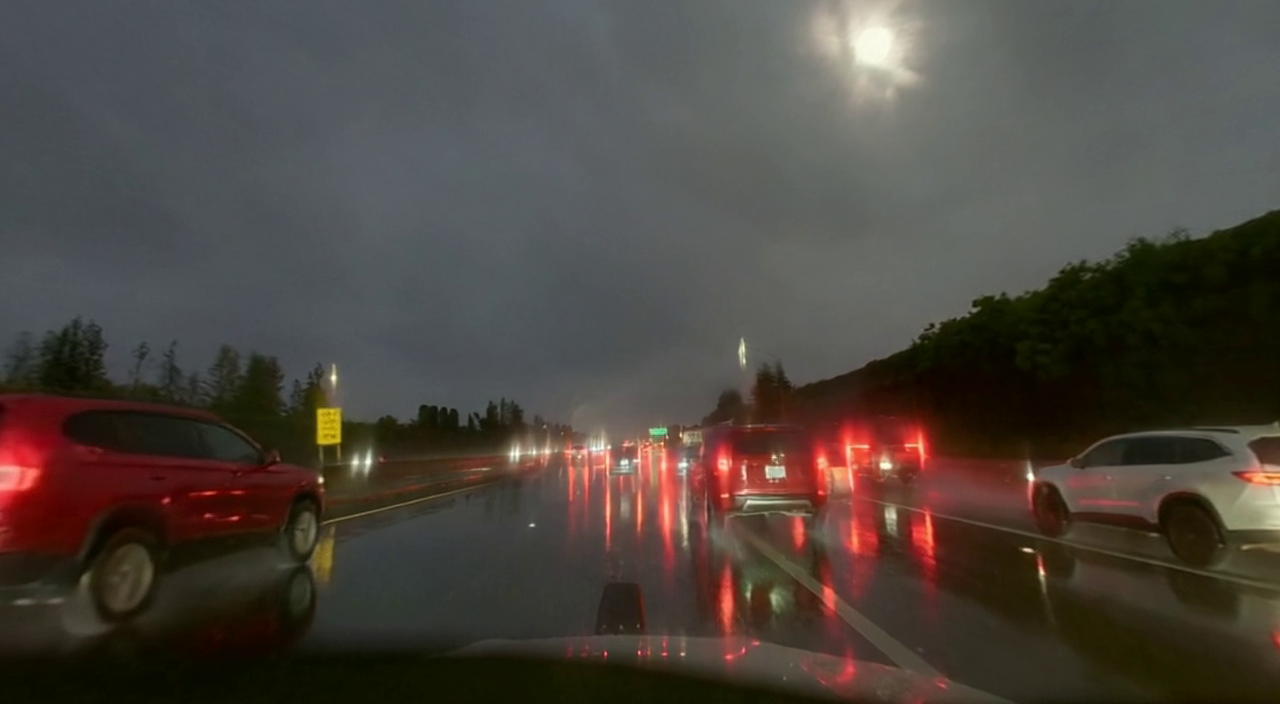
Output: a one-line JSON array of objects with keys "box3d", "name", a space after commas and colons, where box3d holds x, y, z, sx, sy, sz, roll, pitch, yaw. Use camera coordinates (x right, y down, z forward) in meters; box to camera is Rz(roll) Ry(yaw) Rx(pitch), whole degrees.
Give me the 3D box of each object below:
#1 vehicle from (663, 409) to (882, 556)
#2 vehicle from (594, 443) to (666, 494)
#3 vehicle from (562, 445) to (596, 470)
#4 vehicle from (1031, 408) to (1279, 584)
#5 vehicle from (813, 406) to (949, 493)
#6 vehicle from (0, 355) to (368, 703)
[{"box3d": [1.677, 1.874, 9.625, 2.230, 1.740, 3.976, 1, -9, -4], "name": "vehicle"}, {"box3d": [-0.272, 3.810, 20.883, 2.157, 1.495, 4.038, 0, -9, 1], "name": "vehicle"}, {"box3d": [-4.163, 7.264, 43.428, 1.889, 1.600, 4.043, 0, -9, 1], "name": "vehicle"}, {"box3d": [7.039, 1.590, 7.401, 1.972, 1.647, 4.429, 0, -9, -1], "name": "vehicle"}, {"box3d": [7.855, 3.299, 21.393, 2.390, 2.503, 5.788, 0, -9, 1], "name": "vehicle"}, {"box3d": [-4.272, 1.188, 5.063, 2.047, 1.755, 4.638, 0, -9, 0], "name": "vehicle"}]
